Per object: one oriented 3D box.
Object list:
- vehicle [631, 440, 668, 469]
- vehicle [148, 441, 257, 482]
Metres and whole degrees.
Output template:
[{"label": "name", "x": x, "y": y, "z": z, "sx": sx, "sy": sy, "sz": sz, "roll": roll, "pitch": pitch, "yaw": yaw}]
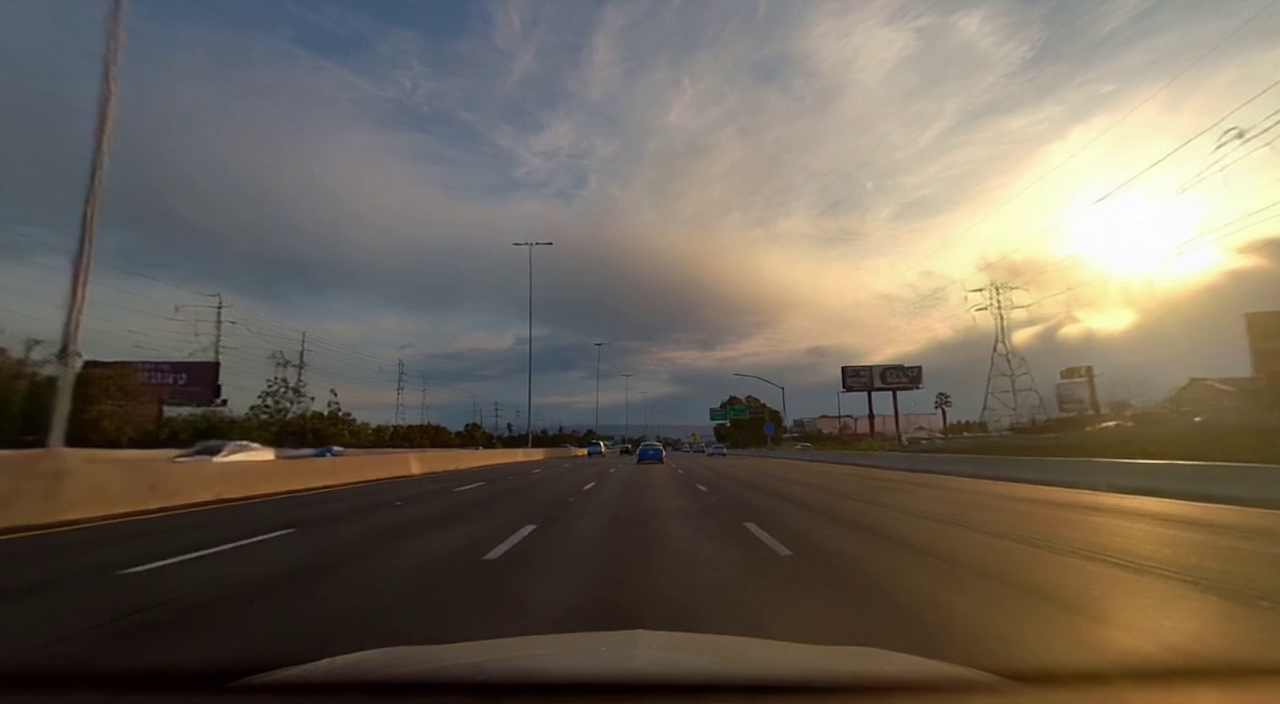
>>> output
[{"label": "vehicle", "x": 0.584, "y": 5.986, "z": 37.126, "sx": 2.074, "sy": 1.574, "sz": 3.971, "roll": -1, "pitch": -8, "yaw": 1}, {"label": "vehicle", "x": -15.705, "y": 3.914, "z": 22.884, "sx": 1.481, "sy": 1.361, "sz": 3.357, "roll": -1, "pitch": -8, "yaw": 1}]
